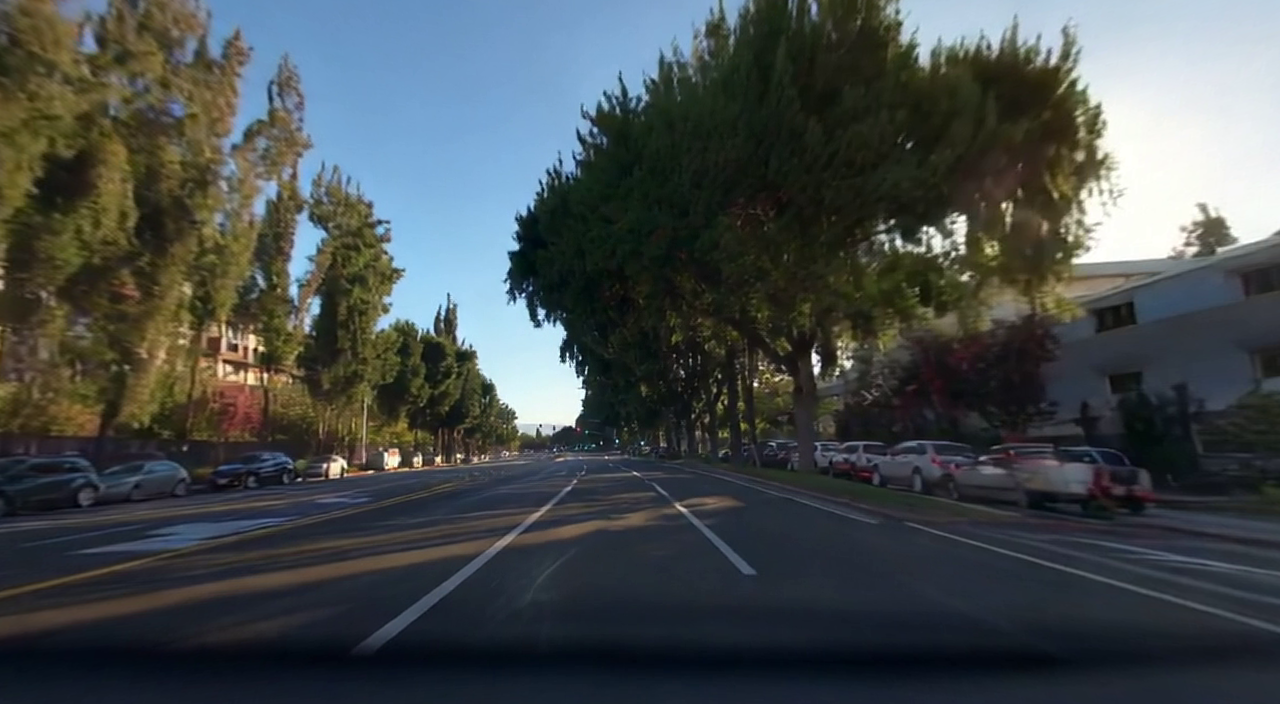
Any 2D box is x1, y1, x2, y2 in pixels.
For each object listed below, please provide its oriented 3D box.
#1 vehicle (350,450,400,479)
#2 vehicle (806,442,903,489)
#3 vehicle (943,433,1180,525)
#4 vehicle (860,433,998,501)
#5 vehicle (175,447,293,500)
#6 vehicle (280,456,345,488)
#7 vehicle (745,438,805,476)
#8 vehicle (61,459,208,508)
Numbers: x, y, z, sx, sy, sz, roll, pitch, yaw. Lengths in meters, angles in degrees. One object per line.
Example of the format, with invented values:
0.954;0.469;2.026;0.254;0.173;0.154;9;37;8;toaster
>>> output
-19.793;8.392;47.334;2.000;1.751;5.001;-1;-6;-5;vehicle
8.782;4.718;26.390;1.904;1.741;5.106;1;-9;-5;vehicle
9.384;2.856;14.735;2.039;1.752;4.876;1;-9;-2;vehicle
9.203;3.707;20.638;1.991;1.905;4.733;1;-9;-4;vehicle
-18.496;5.488;29.156;2.111;1.908;5.586;-1;-6;-4;vehicle
-19.026;6.940;36.827;1.778;1.433;4.305;-1;-6;-4;vehicle
8.042;6.323;38.060;1.970;2.104;5.290;1;-9;-6;vehicle
-18.106;4.693;22.896;1.782;1.462;4.438;-1;-8;-2;vehicle
